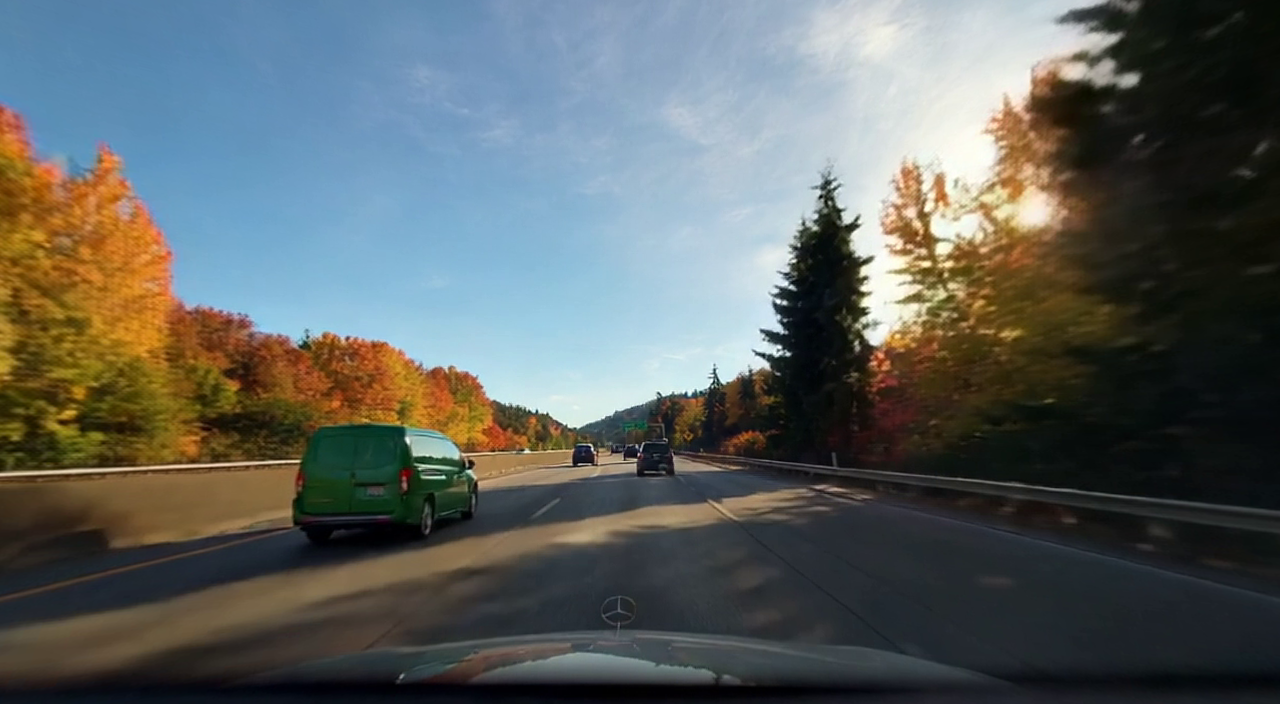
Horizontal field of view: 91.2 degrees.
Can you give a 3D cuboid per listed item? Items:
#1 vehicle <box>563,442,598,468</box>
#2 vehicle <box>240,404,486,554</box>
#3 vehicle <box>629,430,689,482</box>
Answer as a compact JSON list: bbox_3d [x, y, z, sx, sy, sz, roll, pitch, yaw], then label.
[{"bbox_3d":[-4.082,7.201,43.955,2.088,1.688,4.365,0,-9,-1],"label":"vehicle"},{"bbox_3d":[-3.848,1.846,9.629,2.021,1.790,3.907,0,-9,-1],"label":"vehicle"},{"bbox_3d":[0.661,4.297,26.075,2.179,1.930,4.538,0,-9,-2],"label":"vehicle"}]
